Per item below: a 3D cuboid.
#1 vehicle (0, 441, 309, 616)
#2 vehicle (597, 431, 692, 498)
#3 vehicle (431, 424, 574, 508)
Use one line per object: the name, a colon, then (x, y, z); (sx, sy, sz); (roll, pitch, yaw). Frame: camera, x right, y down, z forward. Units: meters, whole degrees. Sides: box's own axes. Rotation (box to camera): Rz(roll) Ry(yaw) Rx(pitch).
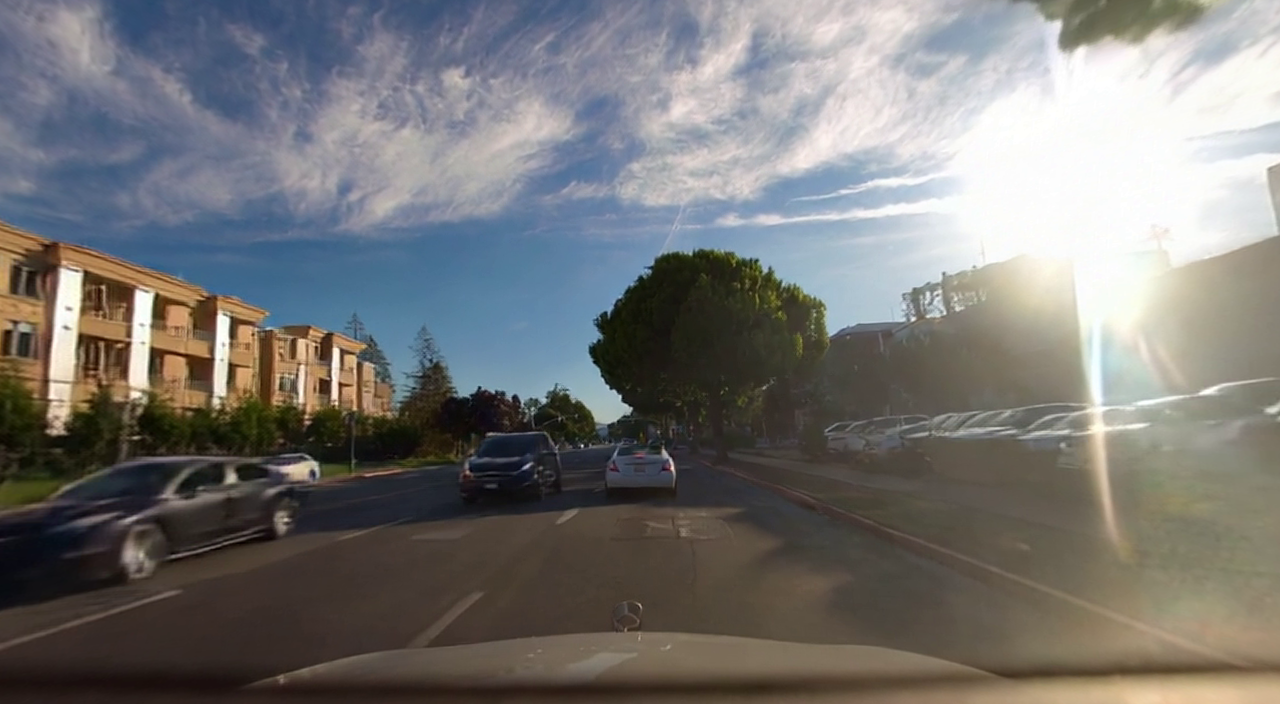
vehicle: (-6.420, 1.840, 7.677); (2.170, 1.465, 4.648); (-1, -8, 2)
vehicle: (0.142, 2.832, 16.294); (2.116, 1.479, 4.358); (0, -8, 1)
vehicle: (-3.074, 2.699, 15.421); (2.294, 1.695, 4.792); (-1, -8, 2)
